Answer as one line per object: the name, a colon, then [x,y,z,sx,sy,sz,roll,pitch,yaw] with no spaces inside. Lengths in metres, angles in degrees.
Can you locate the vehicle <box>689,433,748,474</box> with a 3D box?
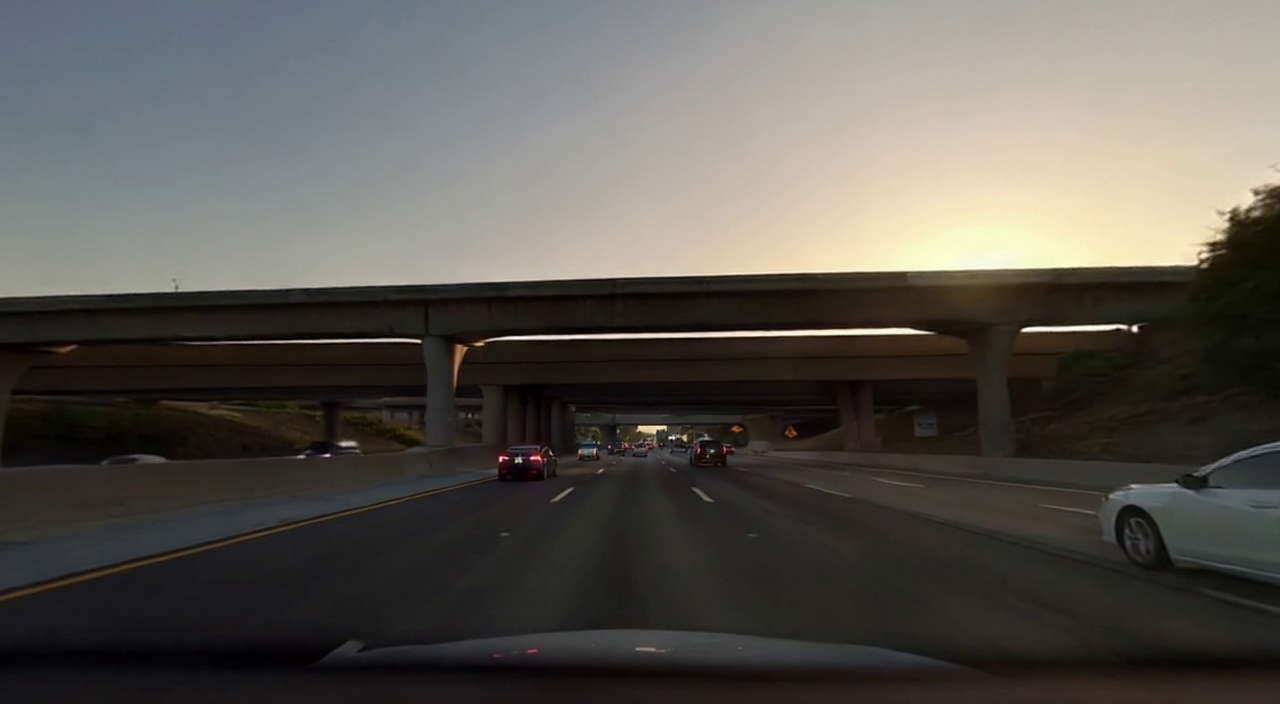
vehicle: [3.514,4.652,29.113,2.072,1.761,4.242,0,-8,-2]

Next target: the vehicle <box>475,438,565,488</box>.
vehicle: [-3.902,3.669,21.338,1.997,1.476,4.703,0,-8,2]

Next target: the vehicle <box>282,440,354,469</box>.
vehicle: [-18.878,6.000,37.258,2.124,1.591,4.419,0,-8,-3]

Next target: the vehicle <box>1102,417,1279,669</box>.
vehicle: [4.731,1.016,2.957,1.989,1.472,4.322,0,-8,3]
